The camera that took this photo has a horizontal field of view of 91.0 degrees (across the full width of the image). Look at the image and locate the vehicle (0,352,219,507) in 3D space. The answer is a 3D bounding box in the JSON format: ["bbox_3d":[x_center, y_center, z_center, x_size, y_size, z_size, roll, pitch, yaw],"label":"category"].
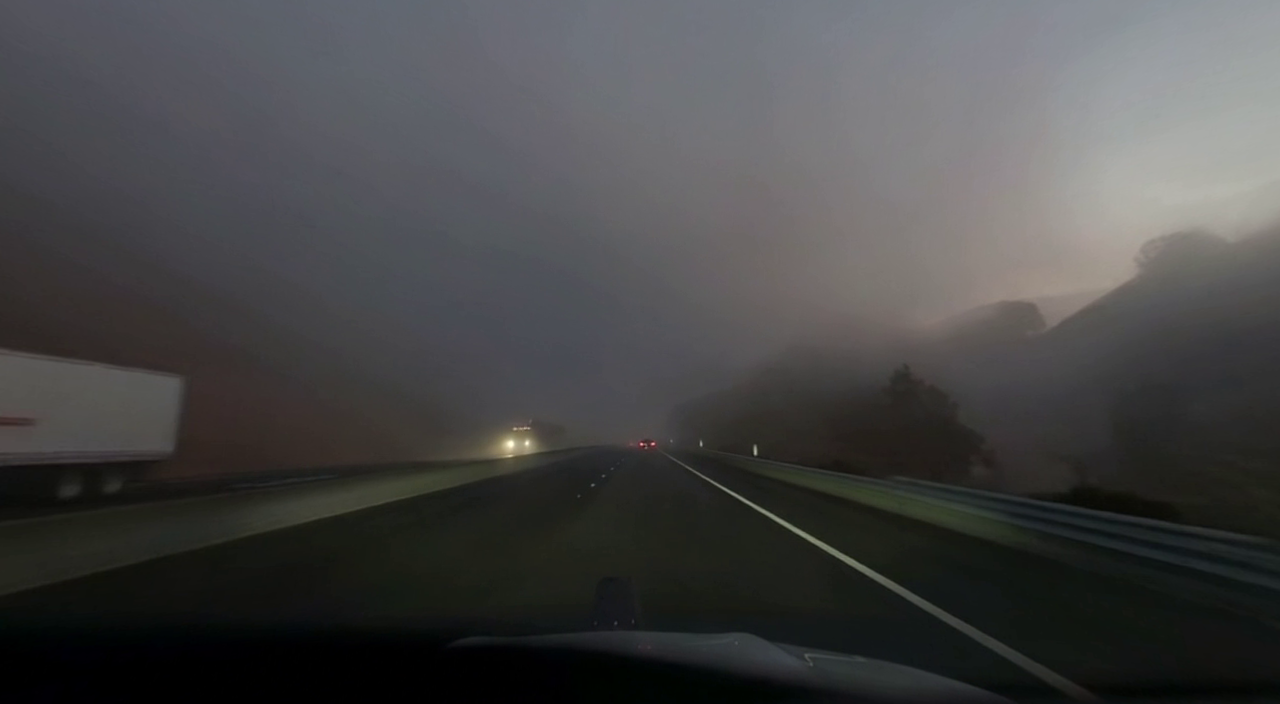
[{"bbox_3d":[-17.767,2.557,20.087,2.813,3.963,8.093,-1,-8,1],"label":"vehicle"}]
